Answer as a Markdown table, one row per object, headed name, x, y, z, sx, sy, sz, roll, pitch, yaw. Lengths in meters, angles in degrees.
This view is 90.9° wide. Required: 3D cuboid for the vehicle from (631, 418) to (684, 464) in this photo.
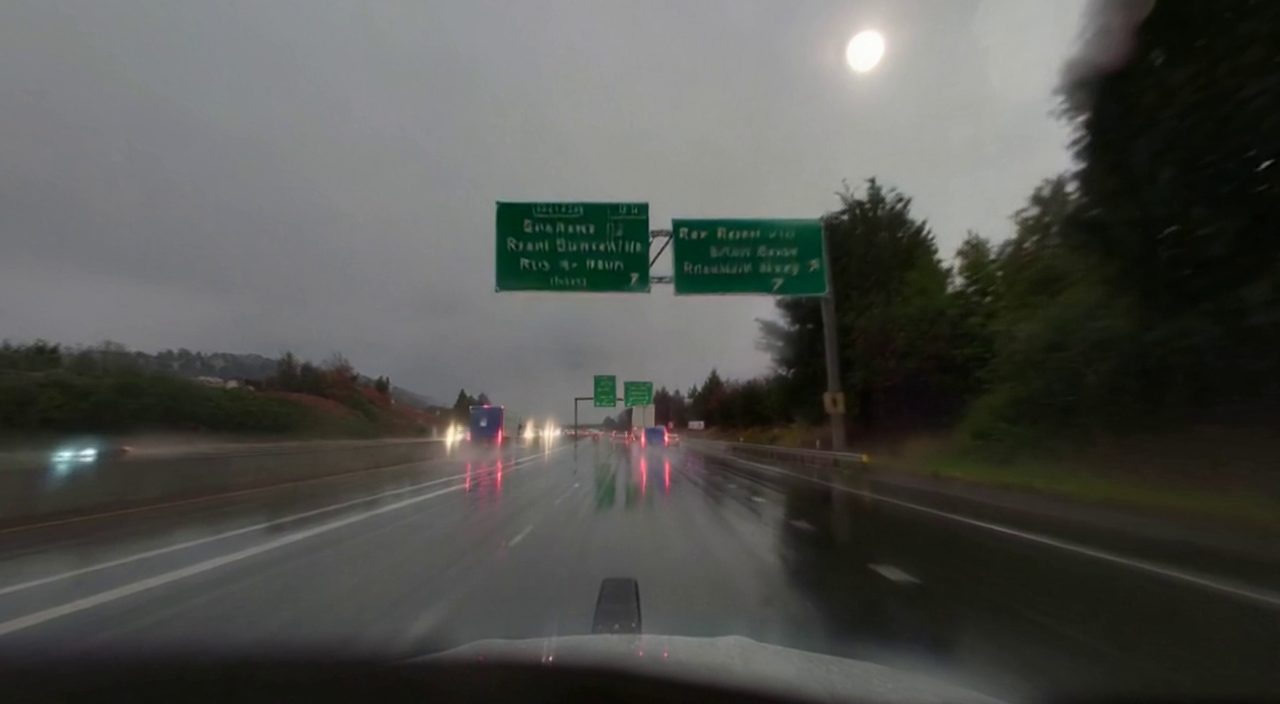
| name | x | y | z | sx | sy | sz | roll | pitch | yaw |
| --- | --- | --- | --- | --- | --- | --- | --- | --- | --- |
| vehicle | 0.701 | 4.044 | 28.712 | 2.076 | 1.914 | 4.287 | 0 | -8 | -3 |
